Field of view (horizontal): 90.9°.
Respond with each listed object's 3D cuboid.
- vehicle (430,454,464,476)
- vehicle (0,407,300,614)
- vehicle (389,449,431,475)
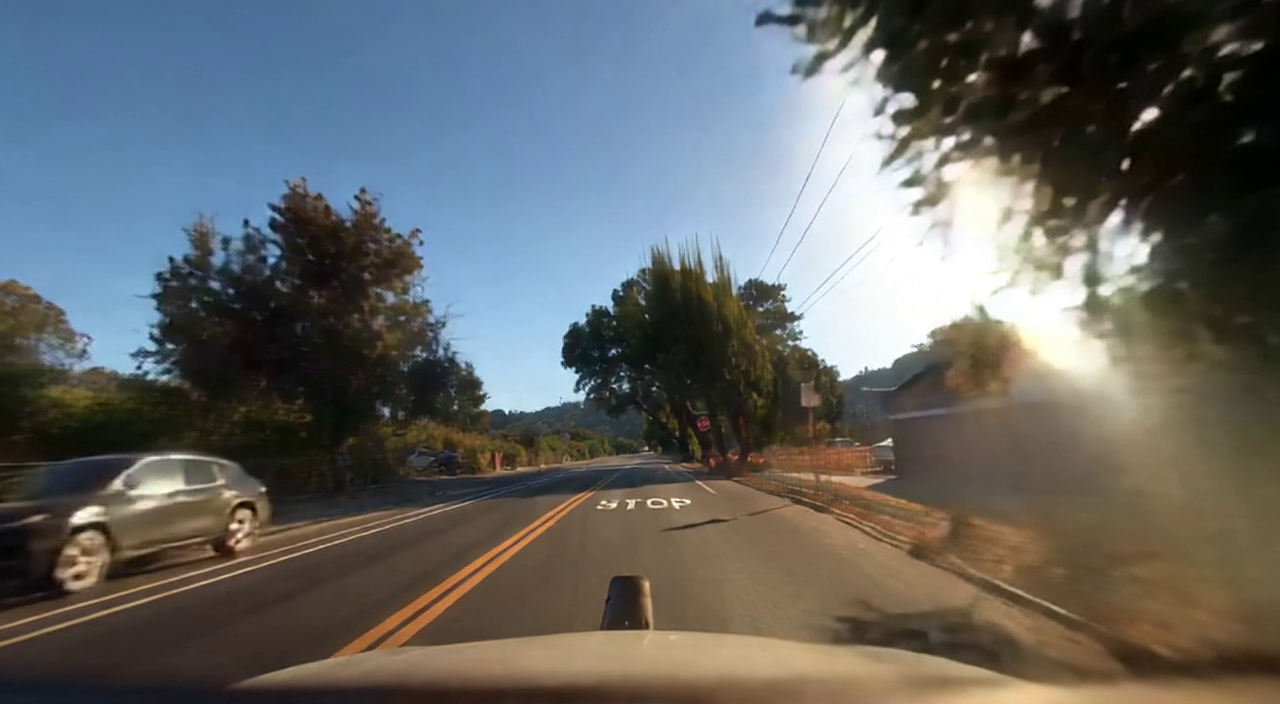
[{"bbox_3d":[-14.392,8.405,47.197,1.739,1.539,3.548,1,-9,-6],"label":"vehicle"},{"bbox_3d":[-6.429,1.825,7.778,1.992,1.797,4.372,-3,-10,0],"label":"vehicle"},{"bbox_3d":[-17.593,8.452,48.360,1.849,1.831,3.980,-1,-11,-4],"label":"vehicle"}]
